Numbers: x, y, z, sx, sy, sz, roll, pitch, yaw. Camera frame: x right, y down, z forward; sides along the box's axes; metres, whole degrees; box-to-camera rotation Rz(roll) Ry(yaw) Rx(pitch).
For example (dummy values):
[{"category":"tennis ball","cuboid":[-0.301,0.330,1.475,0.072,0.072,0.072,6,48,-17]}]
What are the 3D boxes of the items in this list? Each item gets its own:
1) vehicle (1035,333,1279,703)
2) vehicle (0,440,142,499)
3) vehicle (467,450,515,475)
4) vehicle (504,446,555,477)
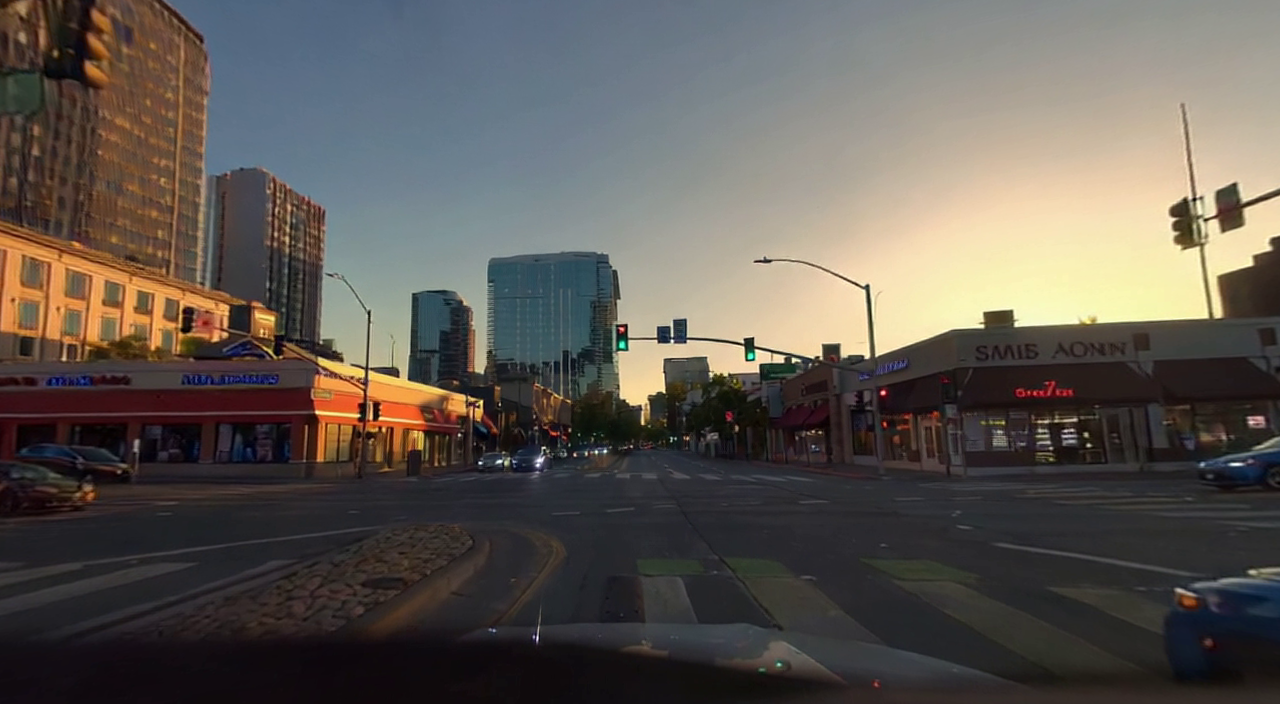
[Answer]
[{"category":"vehicle","cuboid":[3.208,0.646,1.250,2.049,1.691,4.447,0,-9,2]},{"category":"vehicle","cuboid":[-21.043,4.128,22.459,5.161,1.910,2.275,-2,-9,11]},{"category":"vehicle","cuboid":[-9.670,7.214,41.301,2.106,1.505,4.228,0,-9,0]},{"category":"vehicle","cuboid":[-6.622,6.607,38.374,2.181,1.703,4.512,0,-9,2]}]
